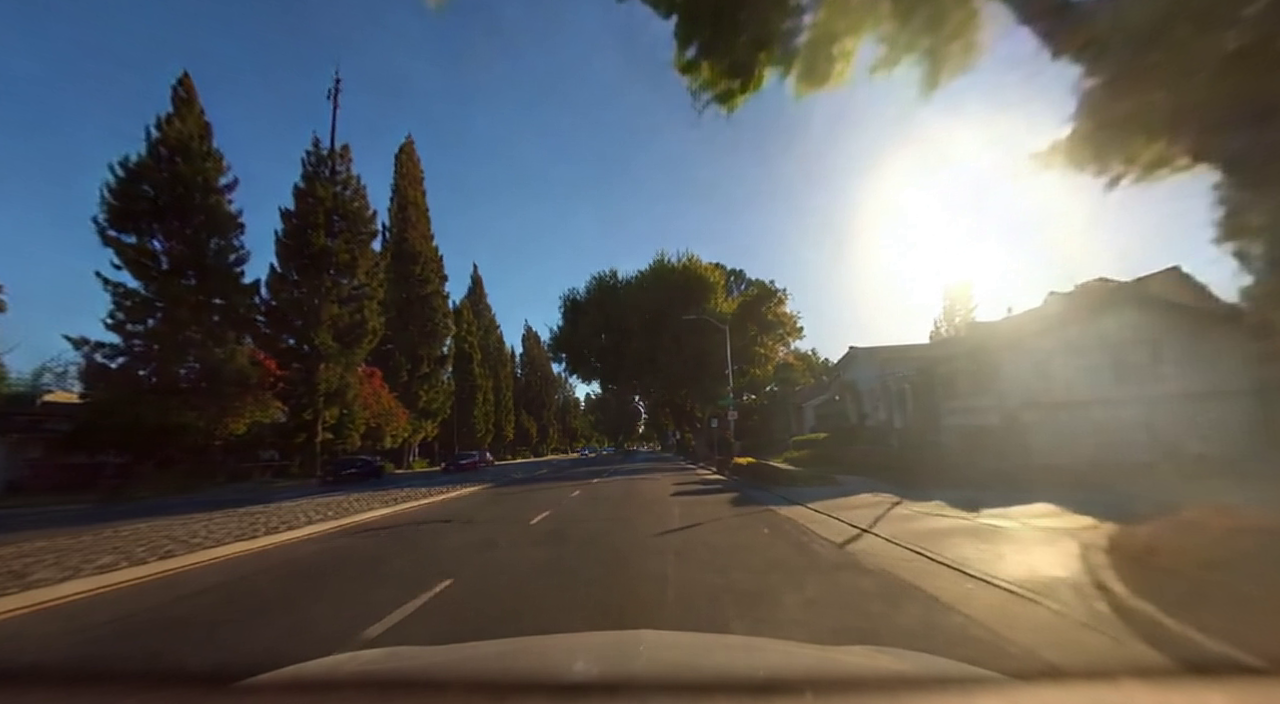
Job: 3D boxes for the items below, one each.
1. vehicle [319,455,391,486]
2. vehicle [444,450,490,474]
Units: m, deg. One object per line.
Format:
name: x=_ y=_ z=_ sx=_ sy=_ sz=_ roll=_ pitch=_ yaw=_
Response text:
vehicle: x=-15.480 y=6.445 z=34.528 sx=1.942 sy=1.481 sz=4.412 roll=0 pitch=-9 yaw=-1
vehicle: x=-12.641 y=8.084 z=46.386 sx=2.193 sy=1.628 sz=4.560 roll=0 pitch=-9 yaw=-1
